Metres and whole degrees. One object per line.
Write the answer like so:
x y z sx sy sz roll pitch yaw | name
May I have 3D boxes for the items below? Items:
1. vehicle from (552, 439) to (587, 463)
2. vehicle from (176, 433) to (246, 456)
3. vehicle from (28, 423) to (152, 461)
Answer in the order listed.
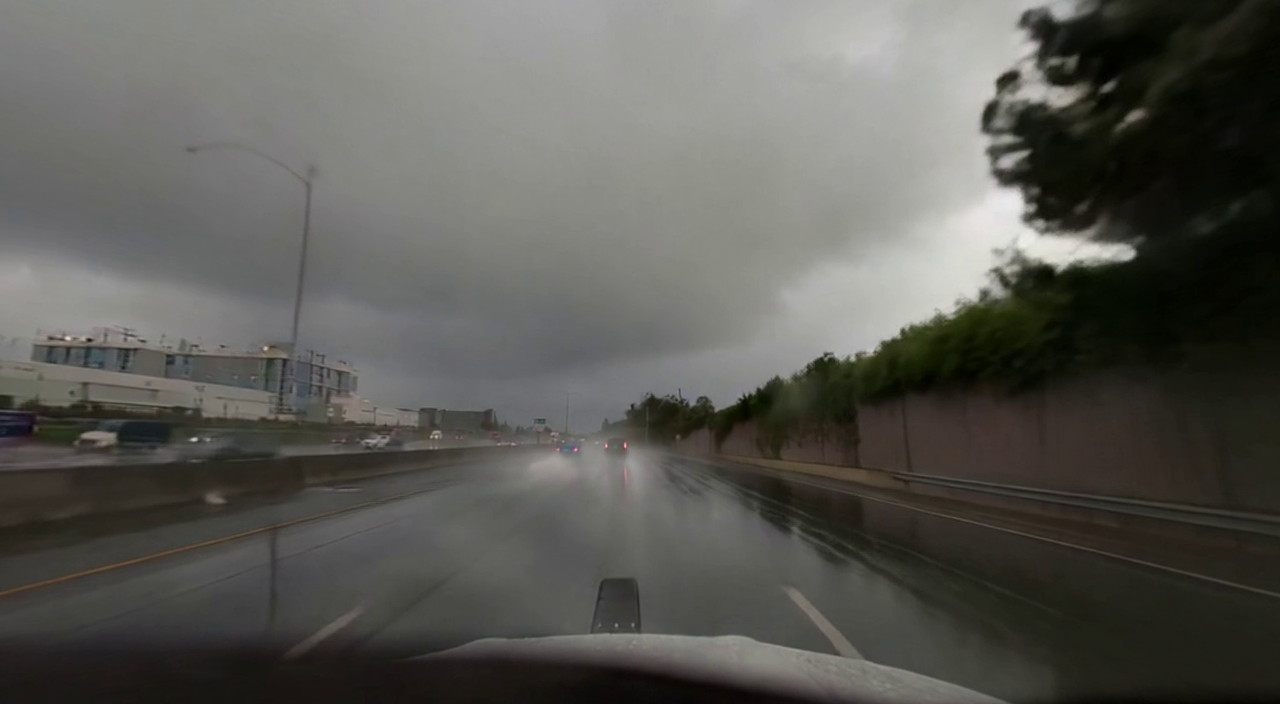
-4.741 6.705 42.828 2.045 1.547 4.162 0 -8 -2 | vehicle
-30.699 6.604 45.083 3.552 1.415 1.847 3 -7 -6 | vehicle
-30.174 4.946 34.669 4.674 1.939 2.061 0 -8 -7 | vehicle
